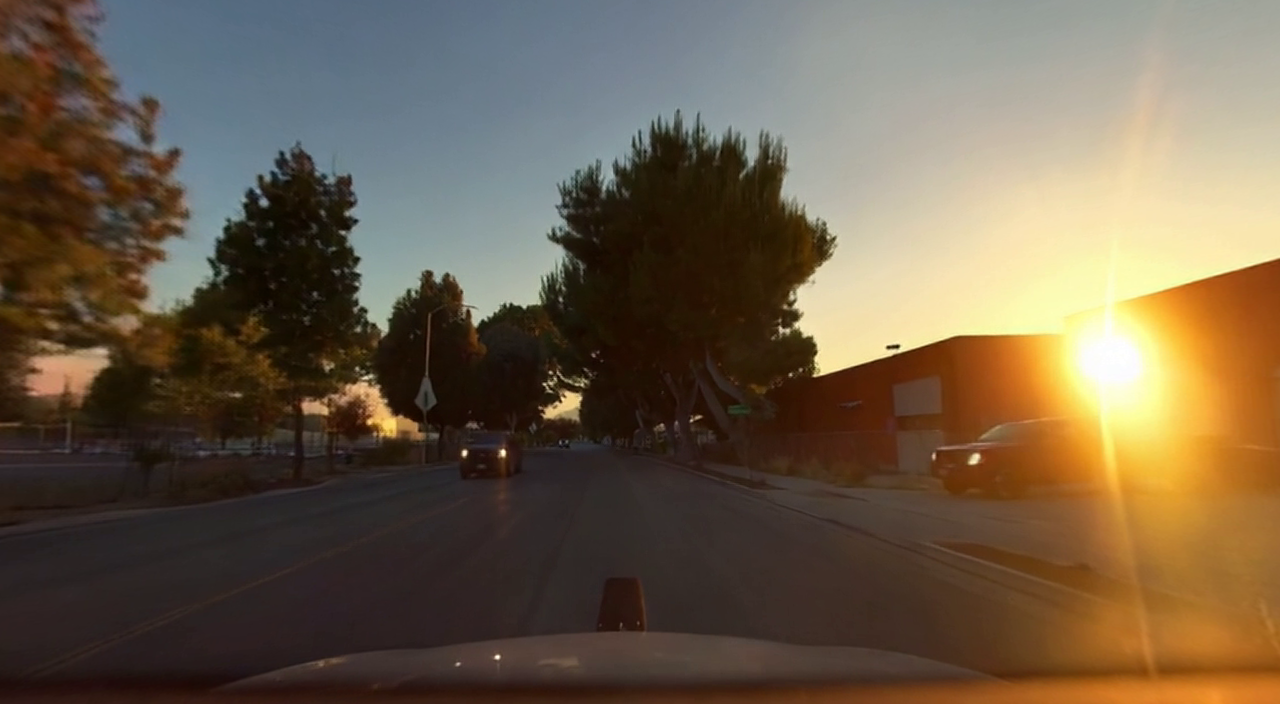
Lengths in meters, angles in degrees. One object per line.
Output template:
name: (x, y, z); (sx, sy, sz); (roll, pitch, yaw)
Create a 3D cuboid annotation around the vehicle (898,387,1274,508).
vehicle: (10.429, 2.277, 15.250); (7.188, 2.416, 2.528); (-1, -9, -4)

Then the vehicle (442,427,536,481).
vehicle: (-6.508, 4.500, 28.222); (2.770, 2.135, 6.329); (0, -8, -2)
